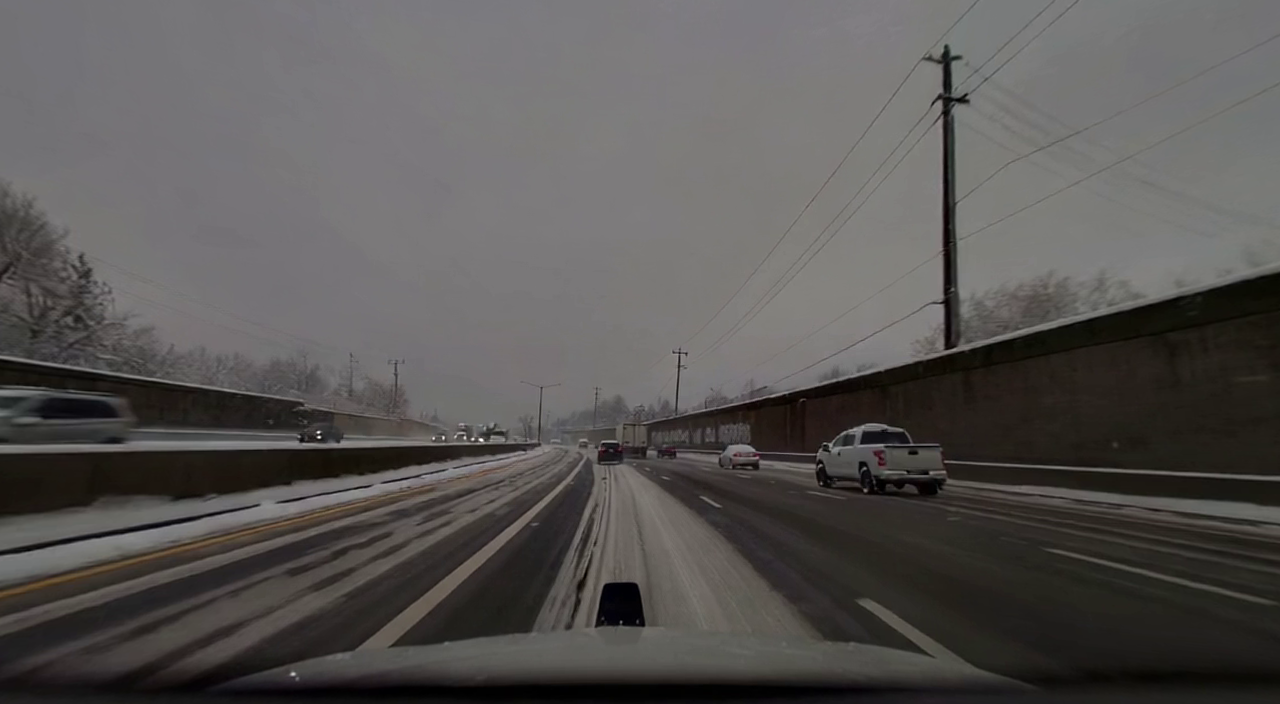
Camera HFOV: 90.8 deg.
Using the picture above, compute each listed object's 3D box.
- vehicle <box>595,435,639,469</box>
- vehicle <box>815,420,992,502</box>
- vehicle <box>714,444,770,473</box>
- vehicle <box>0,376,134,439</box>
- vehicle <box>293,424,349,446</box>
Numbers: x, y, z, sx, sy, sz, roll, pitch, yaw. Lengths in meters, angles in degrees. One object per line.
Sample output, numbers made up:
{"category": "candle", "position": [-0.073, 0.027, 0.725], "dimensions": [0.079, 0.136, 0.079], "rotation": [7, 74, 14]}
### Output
{"category": "vehicle", "position": [-1.249, 5.227, 33.088], "dimensions": [2.191, 1.685, 3.353], "rotation": [0, -9, -3]}
{"category": "vehicle", "position": [7.091, 3.029, 17.994], "dimensions": [2.325, 1.924, 5.838], "rotation": [0, -9, -2]}
{"category": "vehicle", "position": [5.666, 5.967, 35.678], "dimensions": [2.032, 1.525, 4.631], "rotation": [1, -9, -5]}
{"category": "vehicle", "position": [-10.209, 0.864, 9.710], "dimensions": [1.728, 0.864, 3.903], "rotation": [0, -9, -2]}
{"category": "vehicle", "position": [-22.886, 6.001, 45.495], "dimensions": [1.870, 1.492, 4.545], "rotation": [0, -9, -4]}
